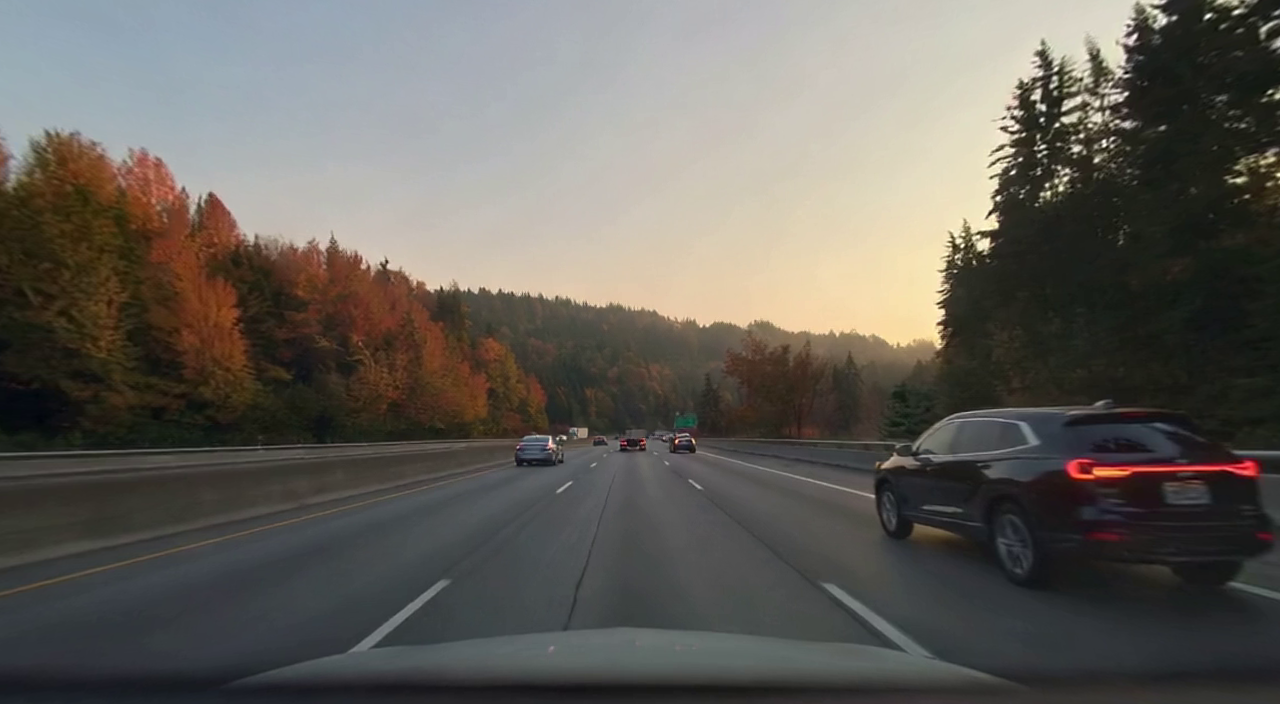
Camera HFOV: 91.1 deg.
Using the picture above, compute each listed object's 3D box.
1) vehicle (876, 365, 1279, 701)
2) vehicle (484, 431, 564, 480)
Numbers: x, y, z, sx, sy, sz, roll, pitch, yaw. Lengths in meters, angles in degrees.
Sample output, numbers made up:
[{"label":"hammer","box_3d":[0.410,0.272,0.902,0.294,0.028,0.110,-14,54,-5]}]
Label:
[{"label":"vehicle","box_3d":[3.885,1.192,5.384,1.962,1.680,4.298,0,-8,-1]},{"label":"vehicle","box_3d":[-3.840,3.494,21.574,2.027,1.501,3.920,0,-8,0]}]
